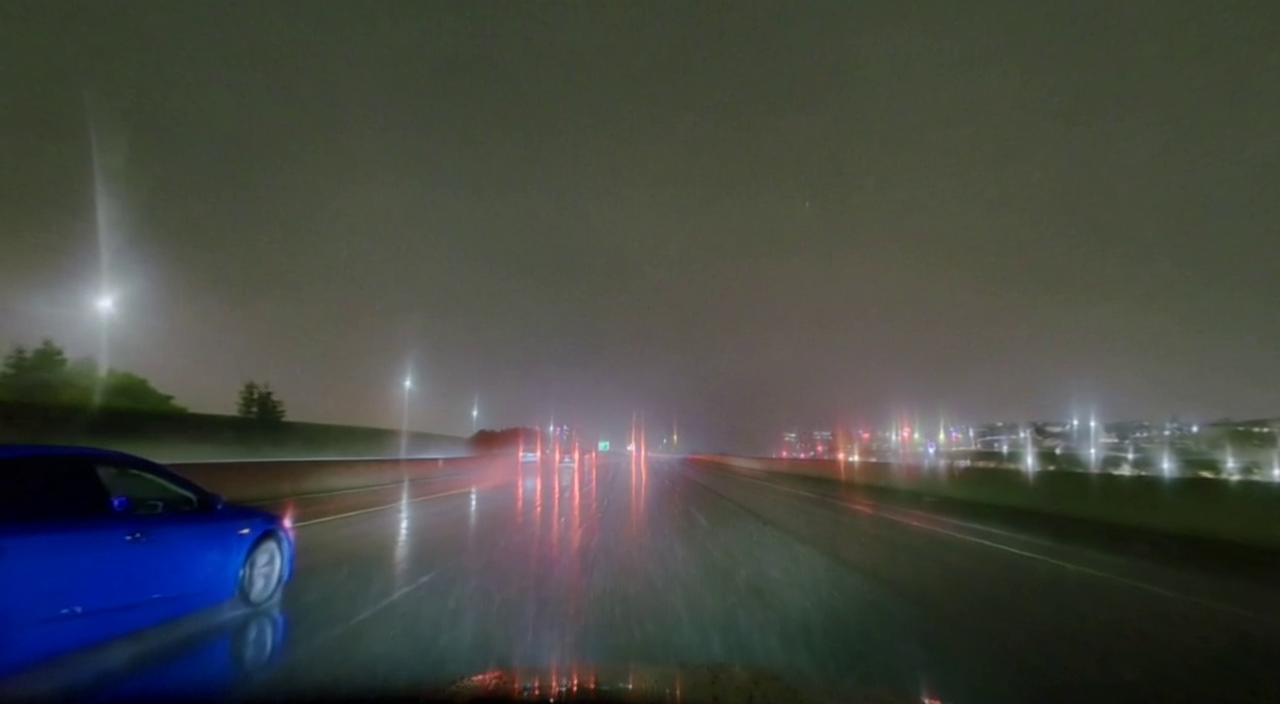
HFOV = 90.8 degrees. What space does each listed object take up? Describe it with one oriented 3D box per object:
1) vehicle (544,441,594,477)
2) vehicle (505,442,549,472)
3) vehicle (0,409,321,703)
[{"bbox_3d":[-3.559,5.462,32.455,2.075,1.702,4.257,0,-9,0],"label":"vehicle"},{"bbox_3d":[-7.425,6.946,41.958,2.040,1.824,4.917,0,-9,0],"label":"vehicle"},{"bbox_3d":[-3.875,1.070,3.215,2.114,1.480,4.473,0,-9,1],"label":"vehicle"}]
